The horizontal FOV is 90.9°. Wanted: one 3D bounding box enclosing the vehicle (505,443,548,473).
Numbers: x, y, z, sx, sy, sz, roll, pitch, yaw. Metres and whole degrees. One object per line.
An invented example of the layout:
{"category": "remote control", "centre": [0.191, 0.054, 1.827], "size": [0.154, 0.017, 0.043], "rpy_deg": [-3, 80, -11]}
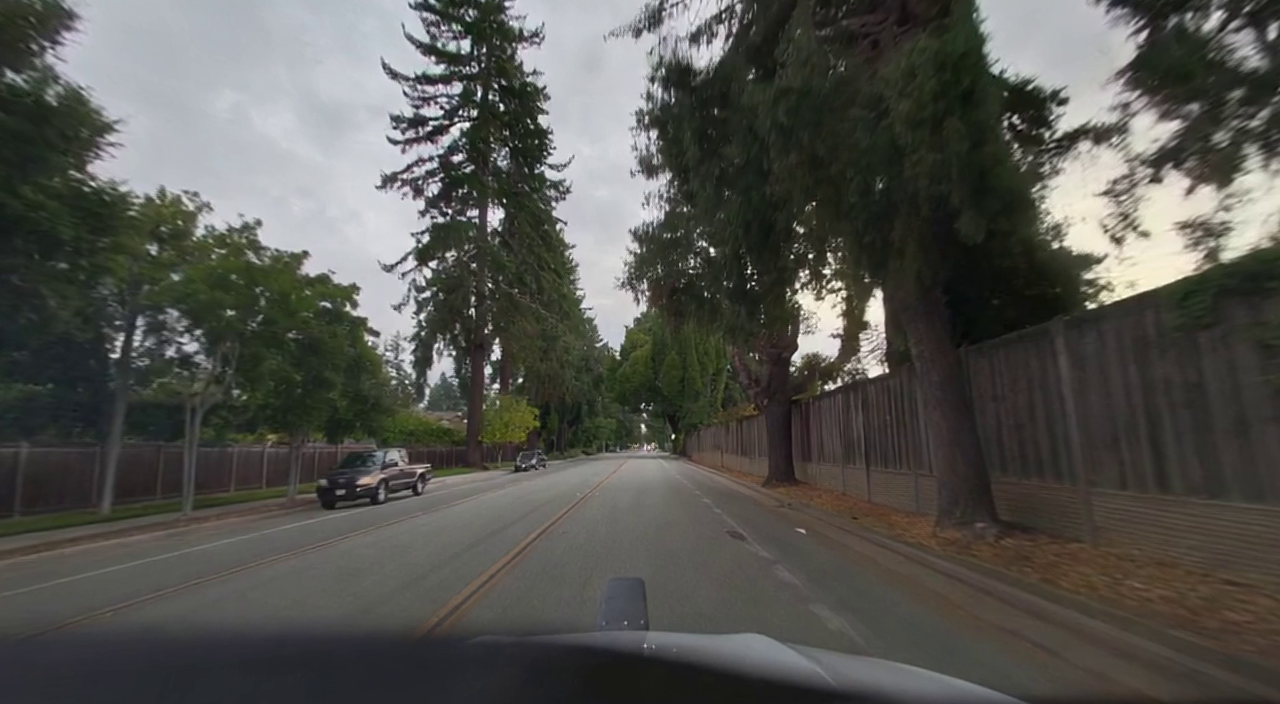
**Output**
{"category": "vehicle", "centre": [-7.444, 6.993, 41.746], "size": [1.945, 1.760, 4.021], "rpy_deg": [-3, -8, 2]}

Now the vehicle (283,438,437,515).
{"category": "vehicle", "centre": [-7.426, 3.281, 17.323], "size": [1.999, 1.714, 4.517], "rpy_deg": [-3, -8, 3]}
